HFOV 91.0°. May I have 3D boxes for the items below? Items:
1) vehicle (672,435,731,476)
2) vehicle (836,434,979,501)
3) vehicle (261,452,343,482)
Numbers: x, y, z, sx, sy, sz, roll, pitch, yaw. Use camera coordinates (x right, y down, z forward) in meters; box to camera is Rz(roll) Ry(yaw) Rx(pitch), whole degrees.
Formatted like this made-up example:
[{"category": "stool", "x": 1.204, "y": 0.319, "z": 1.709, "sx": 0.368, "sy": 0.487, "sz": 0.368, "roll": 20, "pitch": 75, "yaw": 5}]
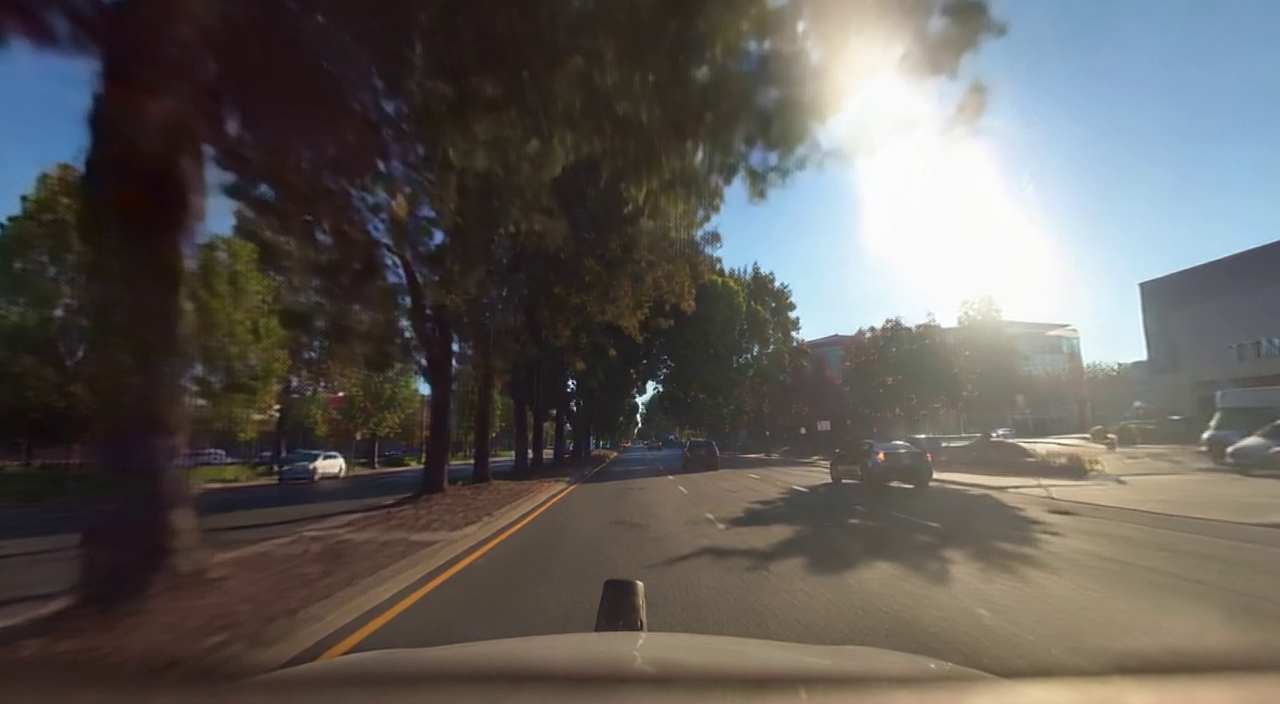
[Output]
[{"category": "vehicle", "x": 2.674, "y": 4.642, "z": 28.427, "sx": 2.161, "sy": 1.676, "sz": 4.151, "roll": 0, "pitch": -9, "yaw": -1}, {"category": "vehicle", "x": 6.826, "y": 2.977, "z": 16.617, "sx": 1.886, "sy": 1.528, "sz": 4.169, "roll": 0, "pitch": -9, "yaw": -1}, {"category": "vehicle", "x": -17.987, "y": 6.112, "z": 33.774, "sx": 1.851, "sy": 1.480, "sz": 4.501, "roll": 0, "pitch": -9, "yaw": 1}]
